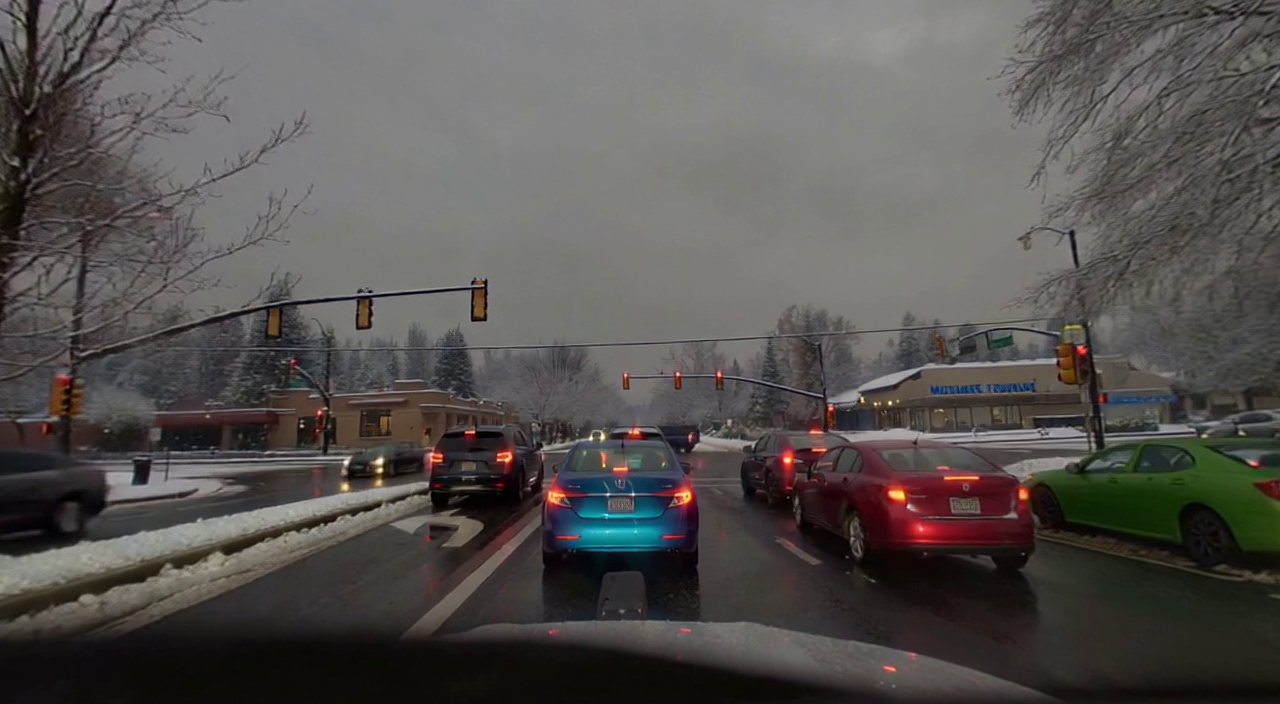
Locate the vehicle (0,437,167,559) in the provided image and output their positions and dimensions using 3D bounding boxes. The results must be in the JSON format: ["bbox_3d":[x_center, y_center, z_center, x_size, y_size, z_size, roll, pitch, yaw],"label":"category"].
[{"bbox_3d":[-8.816,1.829,7.995,1.966,1.469,4.714,0,-9,1],"label":"vehicle"}]

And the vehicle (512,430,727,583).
[{"bbox_3d":[-0.177,1.805,8.191,2.098,1.477,3.897,0,-8,1],"label":"vehicle"}]

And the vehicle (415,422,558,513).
[{"bbox_3d":[-3.446,2.710,15.396,2.160,1.823,5.115,0,-8,1],"label":"vehicle"}]

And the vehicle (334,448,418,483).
[{"bbox_3d":[-12.238,5.247,29.619,1.872,1.463,4.455,0,-8,2],"label":"vehicle"}]

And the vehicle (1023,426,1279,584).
[{"bbox_3d":[7.194,1.732,7.825,2.004,1.508,4.646,0,-8,0],"label":"vehicle"}]

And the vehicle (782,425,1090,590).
[{"bbox_3d":[3.235,1.762,8.035,2.020,1.513,4.120,0,-8,2],"label":"vehicle"}]
